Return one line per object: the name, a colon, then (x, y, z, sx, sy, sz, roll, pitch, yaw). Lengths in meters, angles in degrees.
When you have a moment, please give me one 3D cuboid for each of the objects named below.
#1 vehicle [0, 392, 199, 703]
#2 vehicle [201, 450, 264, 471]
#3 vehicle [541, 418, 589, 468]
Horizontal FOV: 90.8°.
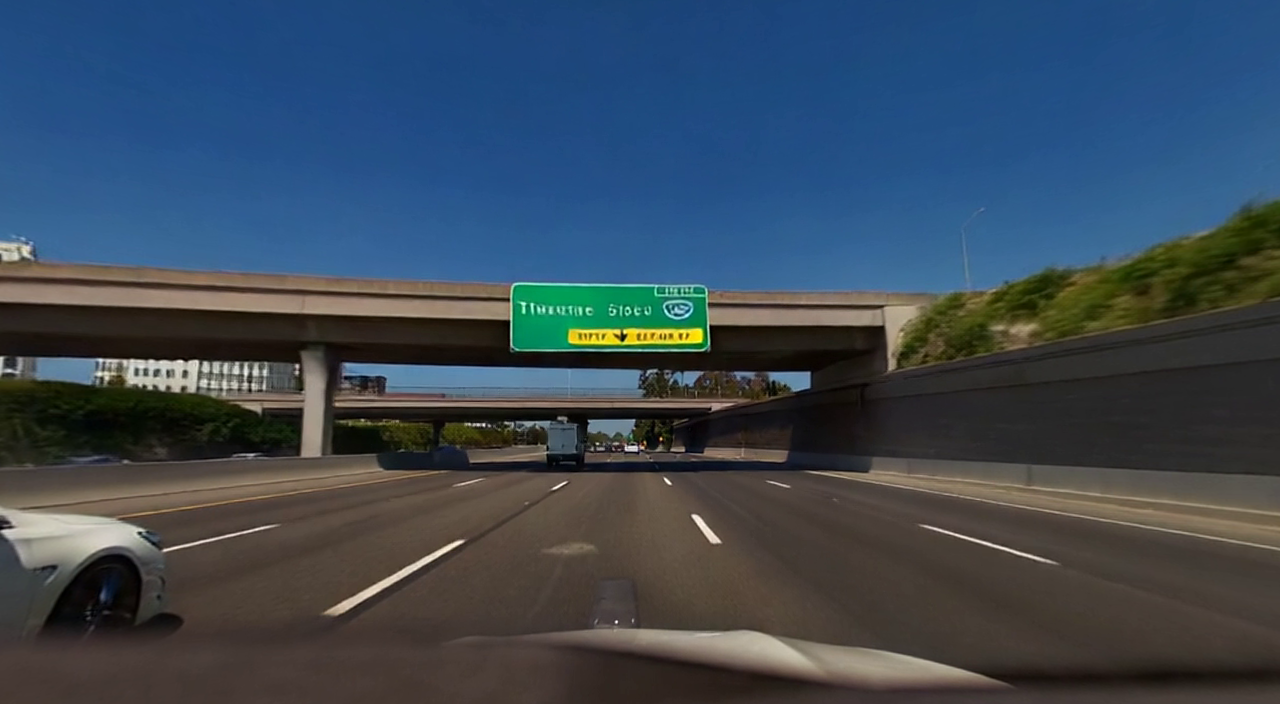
vehicle: (-4.082, 0.825, 2.028, 2.025, 1.556, 4.594, 0, -8, -1)
vehicle: (-30.739, 8.157, 47.792, 1.829, 1.435, 4.486, 0, -8, -1)
vehicle: (-4.684, 5.868, 40.648, 2.364, 2.953, 6.732, 0, -8, -1)
